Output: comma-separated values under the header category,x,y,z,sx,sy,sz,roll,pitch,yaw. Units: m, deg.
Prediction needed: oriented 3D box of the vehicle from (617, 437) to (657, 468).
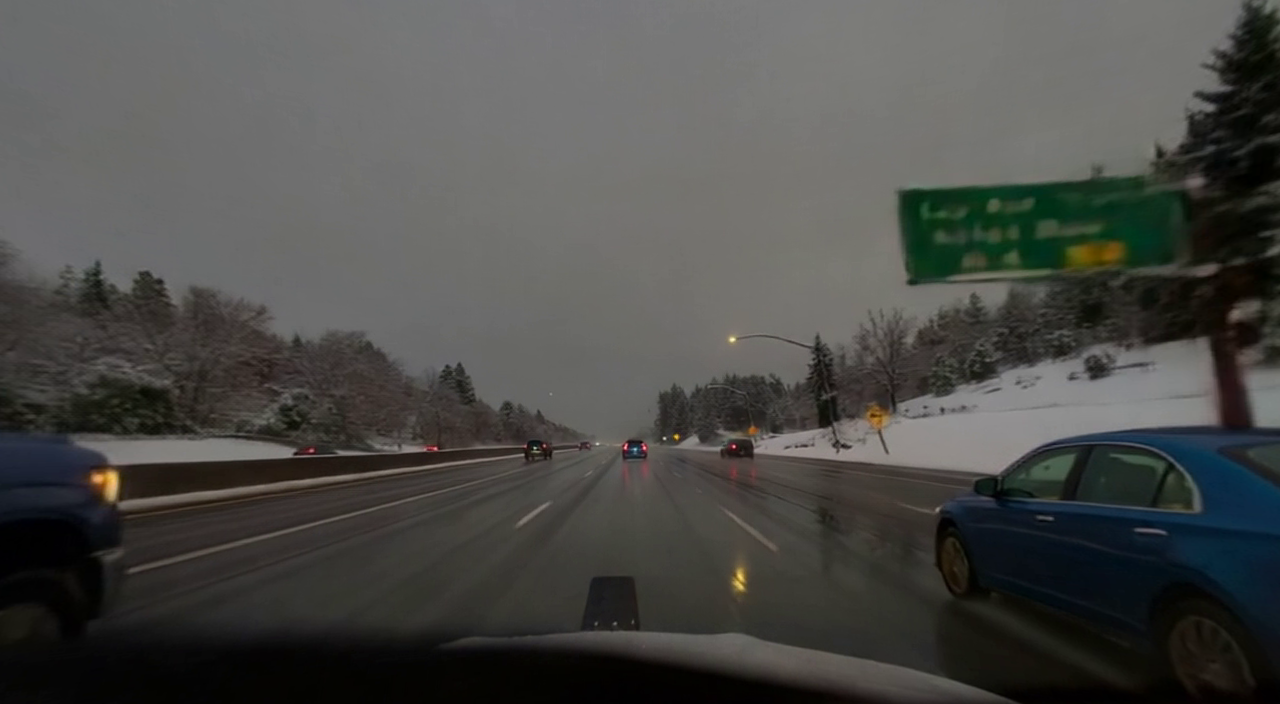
category,x,y,z,sx,sy,sz,roll,pitch,yaw
vehicle,-0.202,5.720,35.999,2.157,1.642,4.189,0,-9,-1

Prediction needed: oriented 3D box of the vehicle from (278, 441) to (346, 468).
category,x,y,z,sx,sy,sz,roll,pitch,yaw
vehicle,-21.457,6.721,41.559,2.058,1.667,4.623,0,-9,-1

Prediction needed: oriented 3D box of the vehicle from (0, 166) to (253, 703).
category,x,y,z,sx,sy,sz,roll,pitch,yaw
vehicle,-3.457,0.214,0.360,2.592,2.179,6.034,0,-9,0

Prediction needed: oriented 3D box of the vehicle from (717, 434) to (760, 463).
category,x,y,z,sx,sy,sz,roll,pitch,yaw
vehicle,7.001,6.935,45.441,2.103,1.898,5.310,0,-9,-1

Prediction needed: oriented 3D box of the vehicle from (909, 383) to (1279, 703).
category,x,y,z,sx,sy,sz,roll,pitch,yaw
vehicle,3.230,0.936,2.653,2.072,1.501,4.694,0,-9,-1
